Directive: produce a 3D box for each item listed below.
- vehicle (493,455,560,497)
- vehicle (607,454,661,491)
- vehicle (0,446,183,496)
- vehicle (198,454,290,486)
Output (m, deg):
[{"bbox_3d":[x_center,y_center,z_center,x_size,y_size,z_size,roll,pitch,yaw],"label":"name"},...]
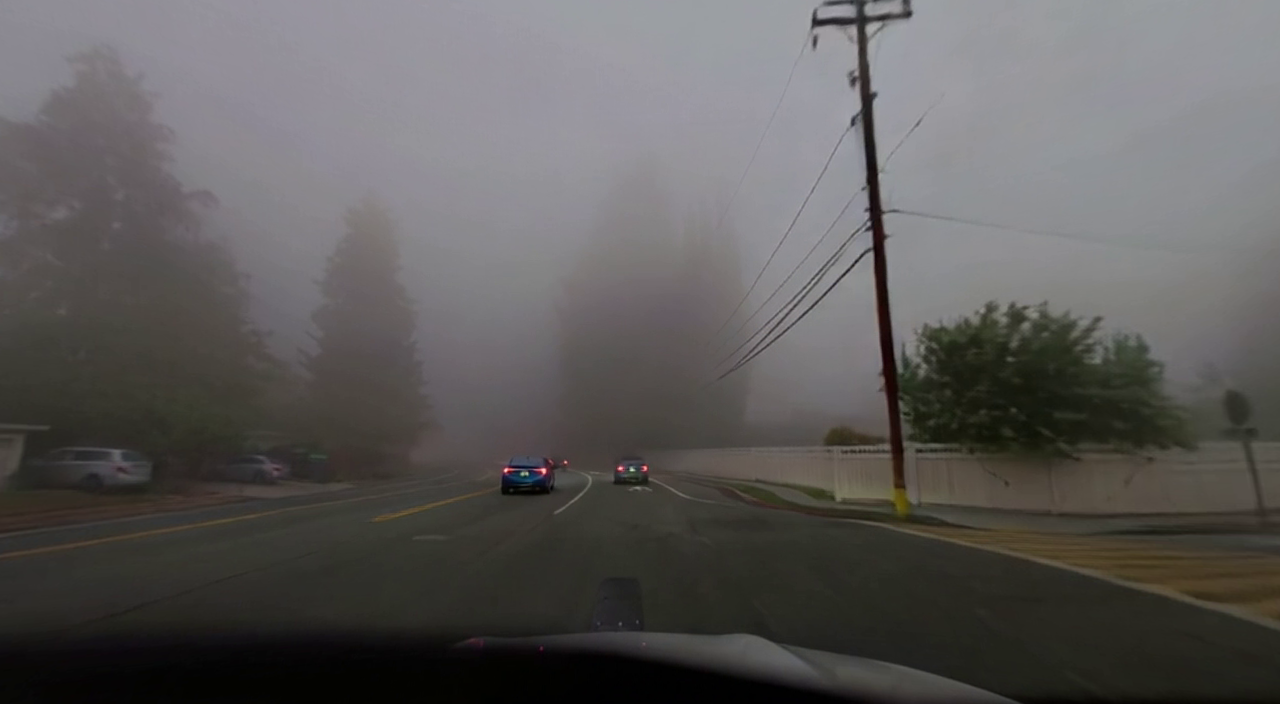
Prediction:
[{"bbox_3d":[-4.249,4.703,24.263,1.913,1.425,4.235,0,-9,-2],"label":"vehicle"},{"bbox_3d":[-0.343,5.433,28.779,2.168,1.504,4.284,1,-9,-4],"label":"vehicle"},{"bbox_3d":[-23.062,4.990,26.701,5.681,1.954,2.200,0,-9,-1],"label":"vehicle"},{"bbox_3d":[-22.115,6.571,35.410,3.836,1.693,1.849,1,-9,-7],"label":"vehicle"}]
